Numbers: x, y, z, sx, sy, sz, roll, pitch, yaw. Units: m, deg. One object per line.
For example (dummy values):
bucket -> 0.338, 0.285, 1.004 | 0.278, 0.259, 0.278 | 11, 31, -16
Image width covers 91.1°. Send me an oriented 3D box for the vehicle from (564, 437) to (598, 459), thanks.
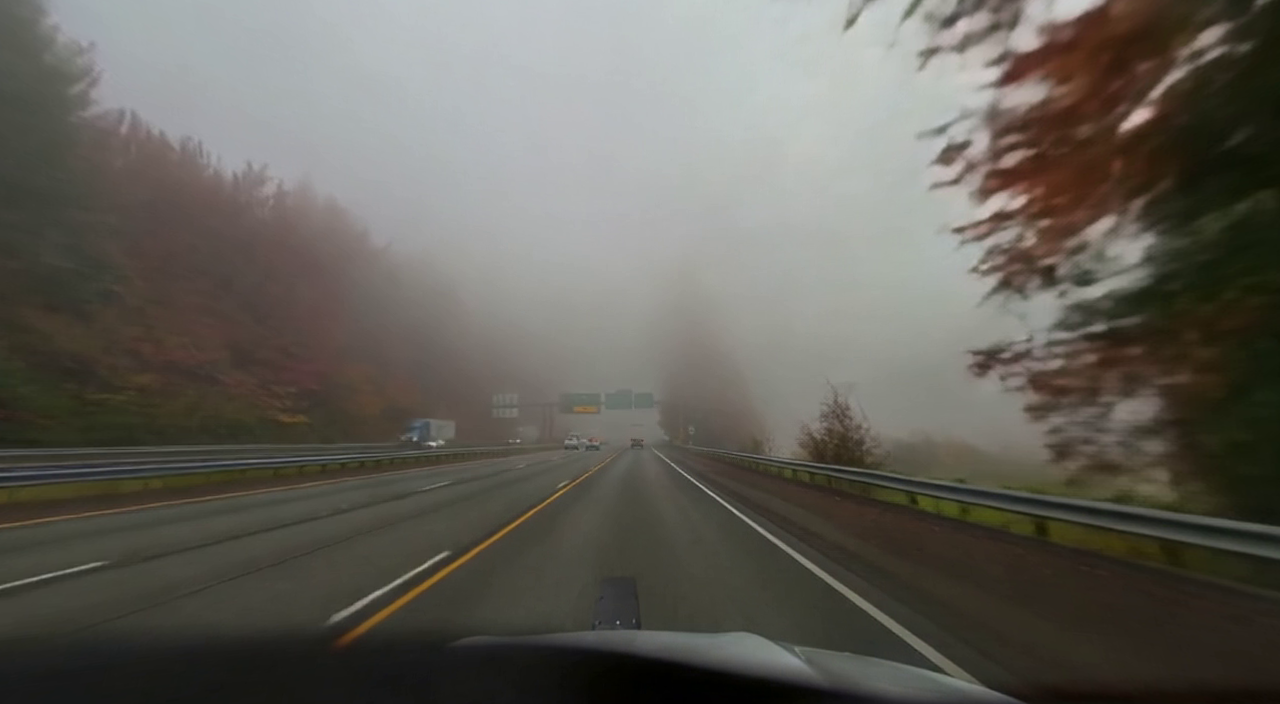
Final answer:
vehicle -> -4.258, 6.974, 45.985 | 2.004, 1.497, 4.260 | 0, -8, 1
